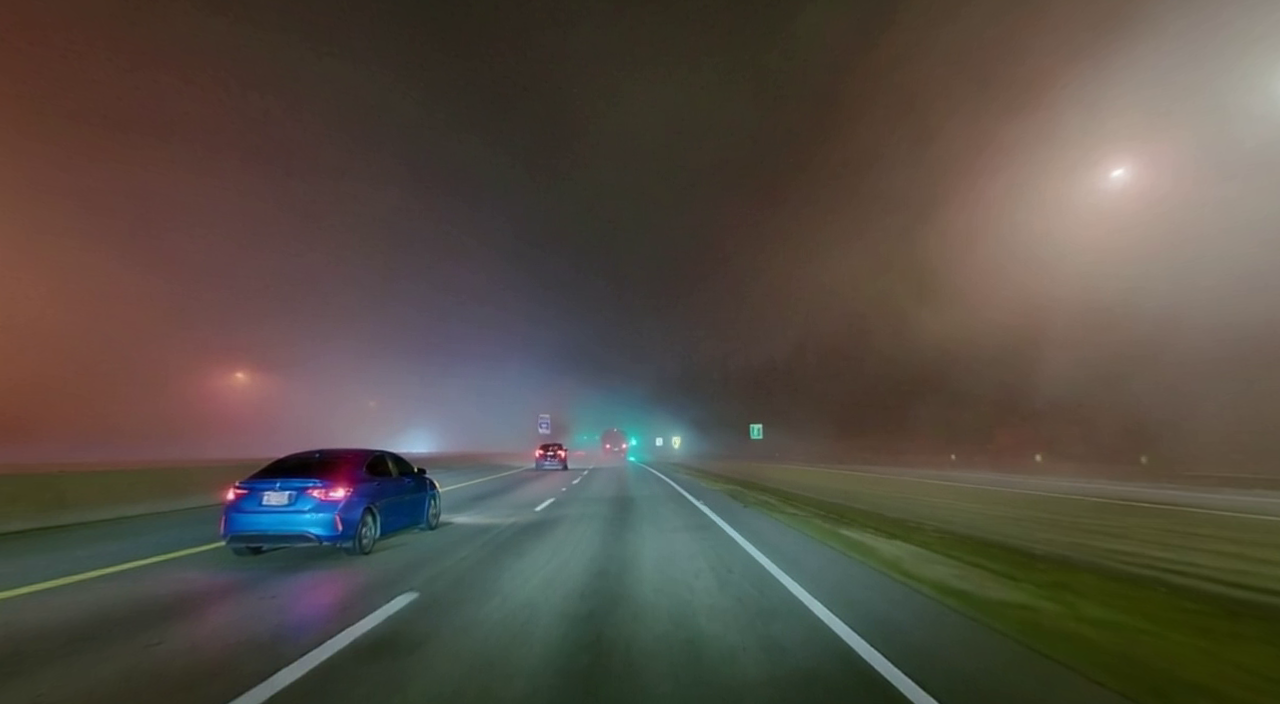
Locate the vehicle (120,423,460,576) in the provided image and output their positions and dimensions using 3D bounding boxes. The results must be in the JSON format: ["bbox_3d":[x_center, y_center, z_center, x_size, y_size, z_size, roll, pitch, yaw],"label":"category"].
[{"bbox_3d":[-4.180,1.840,8.693,2.012,1.510,4.672,0,-9,0],"label":"vehicle"}]

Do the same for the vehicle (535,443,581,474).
[{"bbox_3d":[-4.130,5.420,32.333,1.965,1.459,4.145,1,-9,-2],"label":"vehicle"}]
